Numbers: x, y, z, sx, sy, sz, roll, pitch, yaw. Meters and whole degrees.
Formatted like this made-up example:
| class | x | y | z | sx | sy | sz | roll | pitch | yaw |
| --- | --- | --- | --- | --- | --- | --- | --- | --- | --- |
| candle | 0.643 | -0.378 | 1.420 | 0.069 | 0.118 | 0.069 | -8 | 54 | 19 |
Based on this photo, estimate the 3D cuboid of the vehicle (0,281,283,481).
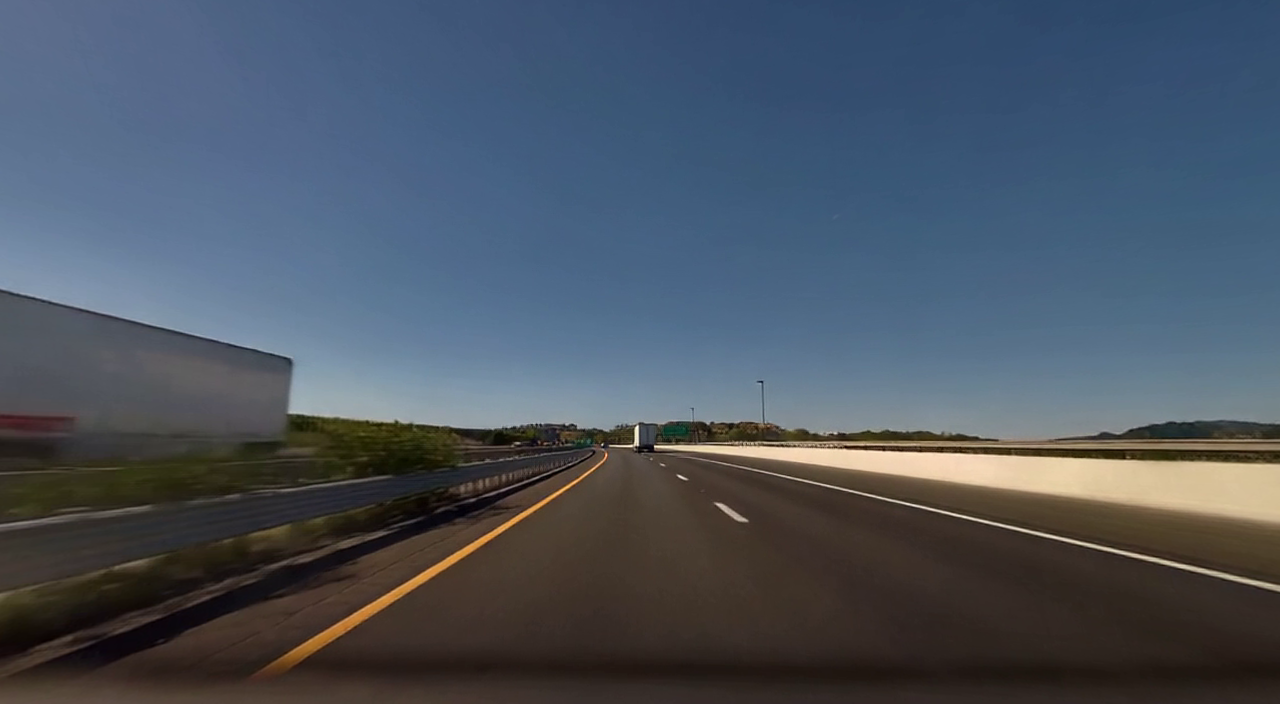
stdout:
| class | x | y | z | sx | sy | sz | roll | pitch | yaw |
| --- | --- | --- | --- | --- | --- | --- | --- | --- | --- |
| vehicle | -16.260 | 1.374 | 19.076 | 3.039 | 4.546 | 13.279 | 1 | -9 | -1 |
